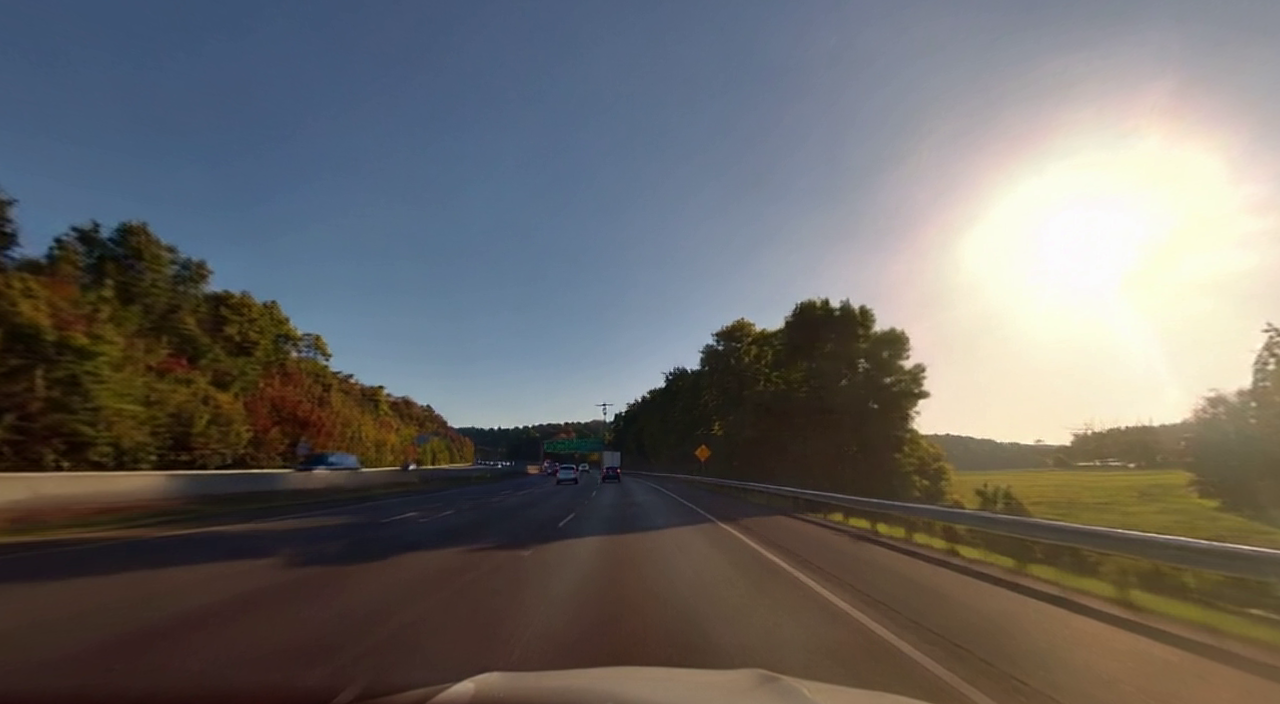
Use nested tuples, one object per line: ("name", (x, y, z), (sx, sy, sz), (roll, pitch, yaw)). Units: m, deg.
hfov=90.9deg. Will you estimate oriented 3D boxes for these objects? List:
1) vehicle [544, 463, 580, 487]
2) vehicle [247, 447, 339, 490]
("vehicle", (-5.340, 8.538, 43.756), (2.115, 1.546, 4.638), (1, -10, -2))
("vehicle", (-18.152, 6.146, 33.310), (2.054, 2.055, 4.995), (1, -10, -2))
